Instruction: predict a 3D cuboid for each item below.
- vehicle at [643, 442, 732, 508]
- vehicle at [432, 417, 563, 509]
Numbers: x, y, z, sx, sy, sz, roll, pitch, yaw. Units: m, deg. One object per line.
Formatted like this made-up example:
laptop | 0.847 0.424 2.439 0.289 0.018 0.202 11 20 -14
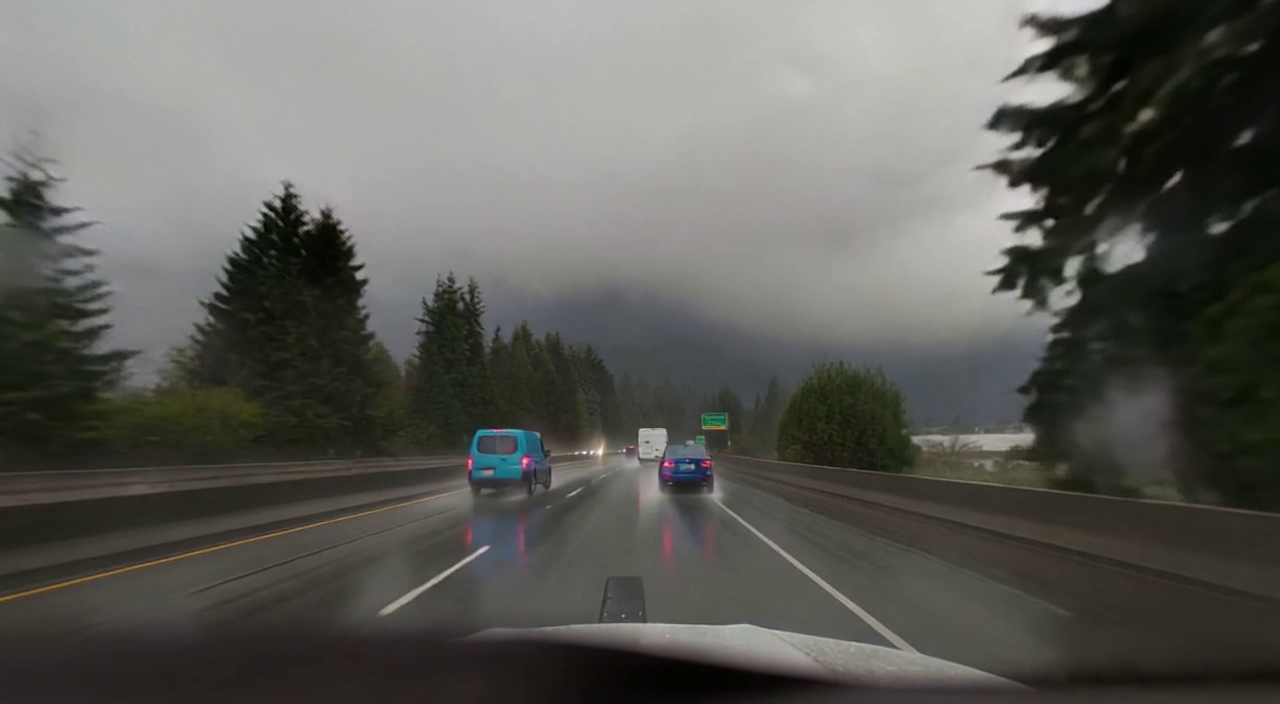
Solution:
vehicle | 1.081 3.093 16.211 2.012 1.485 3.649 0 -9 0
vehicle | -3.497 2.866 16.632 2.217 2.033 4.975 0 -9 1
